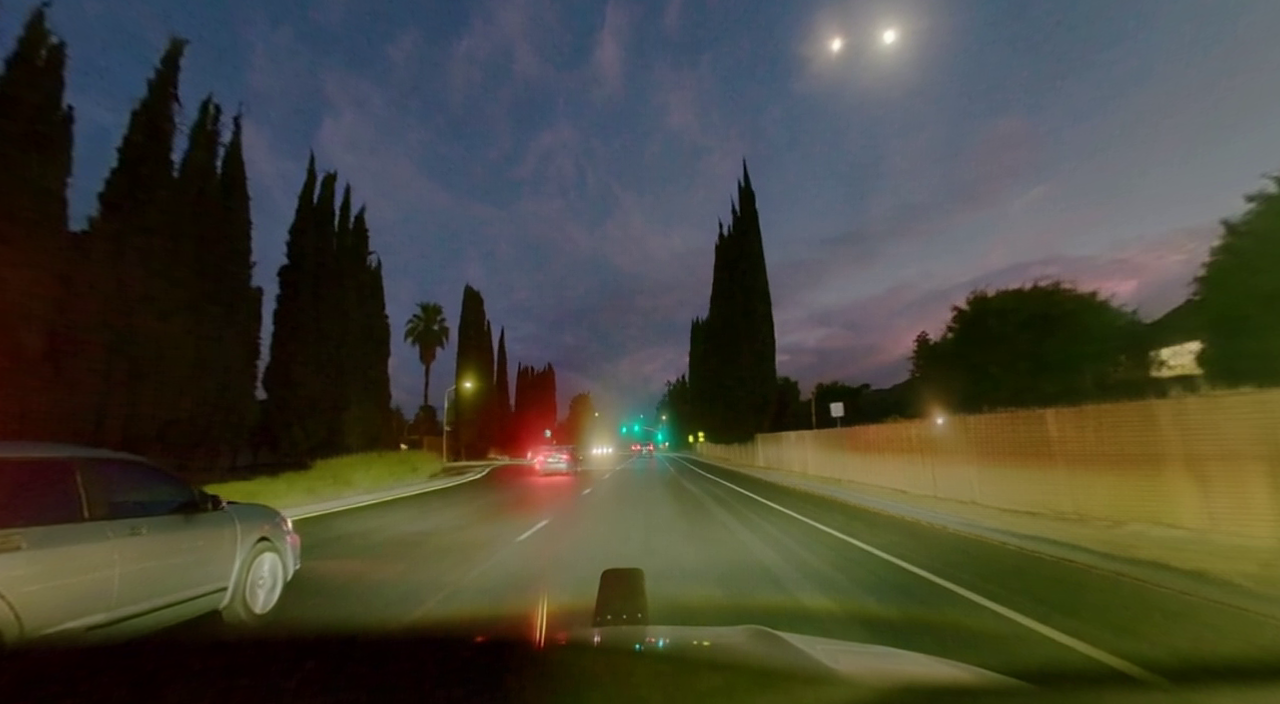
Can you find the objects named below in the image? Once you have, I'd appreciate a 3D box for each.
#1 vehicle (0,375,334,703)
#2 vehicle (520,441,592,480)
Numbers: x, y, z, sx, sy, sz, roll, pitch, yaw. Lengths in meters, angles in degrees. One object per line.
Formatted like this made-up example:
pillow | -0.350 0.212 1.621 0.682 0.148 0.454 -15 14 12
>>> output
vehicle | -4.030 0.948 3.349 2.190 1.545 4.943 0 -9 2
vehicle | -3.412 4.510 26.474 2.188 1.473 4.651 0 -9 2
